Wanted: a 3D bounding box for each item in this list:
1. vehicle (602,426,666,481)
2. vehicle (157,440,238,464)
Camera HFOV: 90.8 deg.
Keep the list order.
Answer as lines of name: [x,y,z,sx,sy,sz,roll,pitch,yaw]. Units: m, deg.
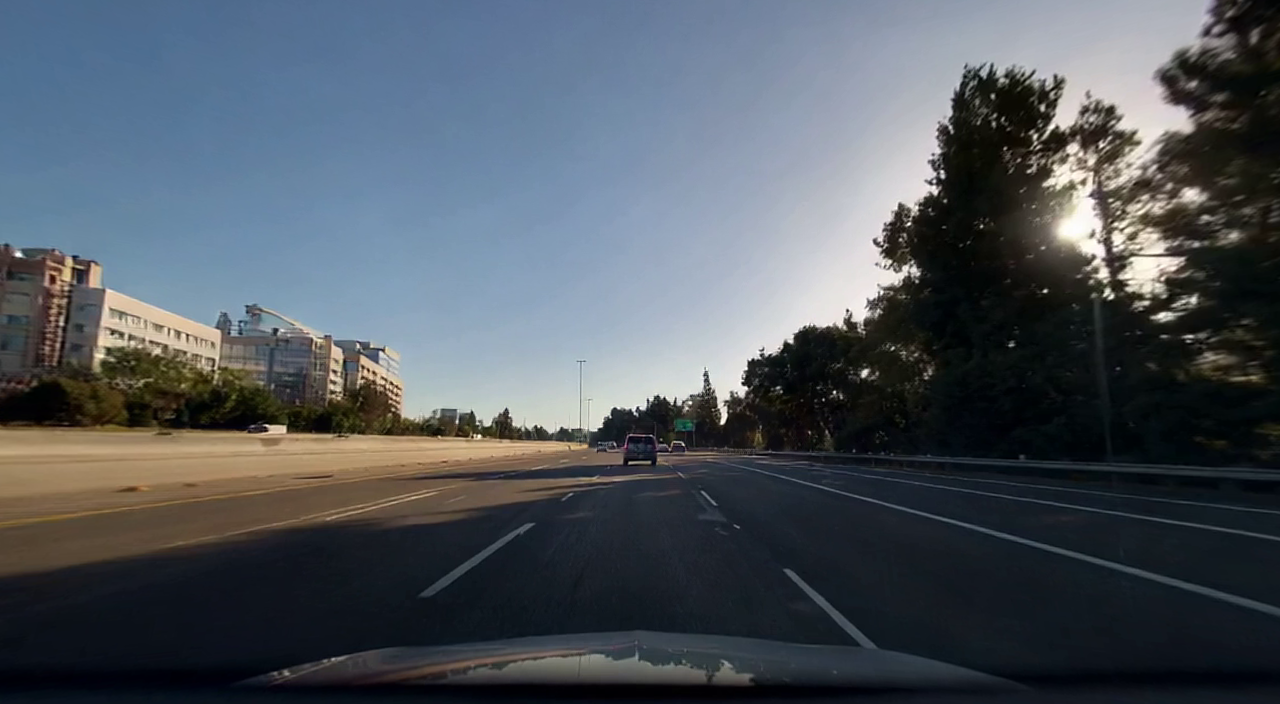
vehicle: [-0.178,3.911,24.637,2.269,1.924,4.596,0,-8,1]
vehicle: [-29.710,6.740,42.644,1.917,1.509,4.817,0,-8,1]
